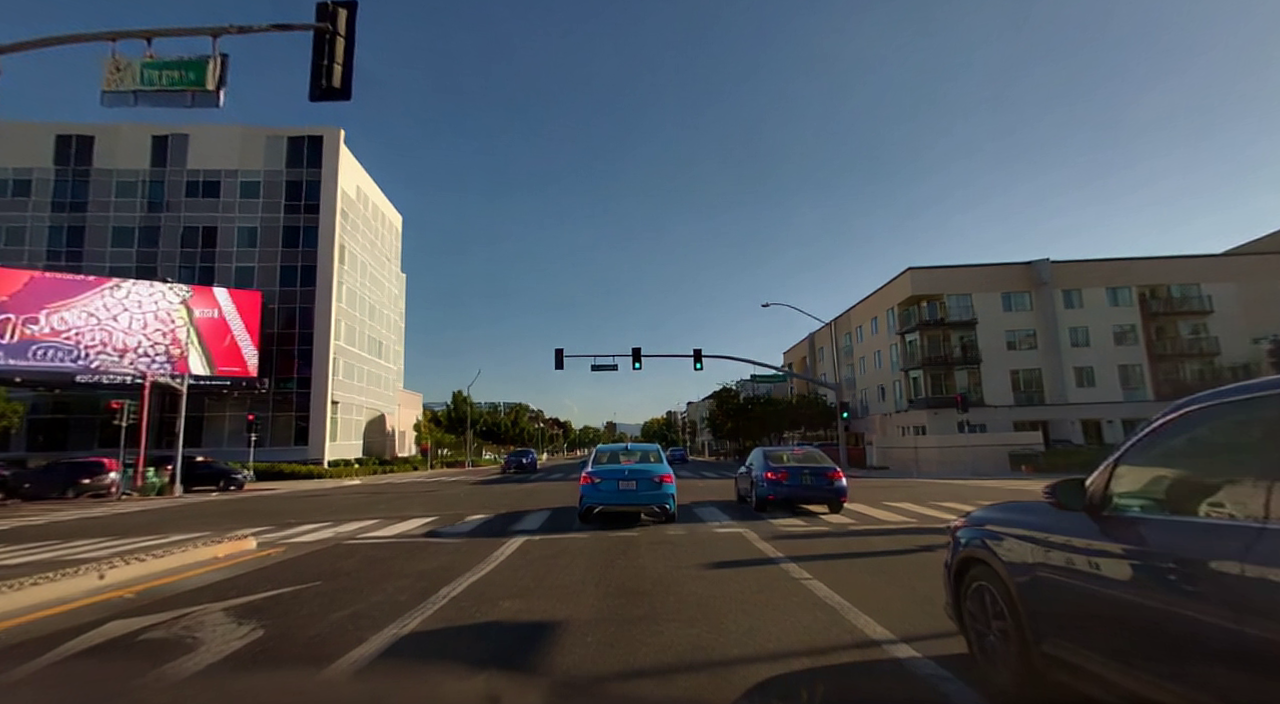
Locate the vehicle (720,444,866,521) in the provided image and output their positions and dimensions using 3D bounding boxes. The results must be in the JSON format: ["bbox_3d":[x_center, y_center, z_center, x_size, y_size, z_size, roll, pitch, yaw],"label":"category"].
[{"bbox_3d":[3.153,2.790,14.108,2.009,1.414,4.416,0,-9,-2],"label":"vehicle"}]

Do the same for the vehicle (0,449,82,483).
[{"bbox_3d":[-35.721,6.518,36.491,2.145,1.797,5.198,-1,-9,1],"label":"vehicle"}]

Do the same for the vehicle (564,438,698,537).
[{"bbox_3d":[-0.178,2.411,11.851,2.095,1.502,3.873,0,-9,-1],"label":"vehicle"}]

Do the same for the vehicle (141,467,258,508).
[{"bbox_3d":[-19.155,5.876,27.786,1.942,1.453,4.448,0,-8,0],"label":"vehicle"}]

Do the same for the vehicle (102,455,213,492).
[{"bbox_3d":[-27.583,6.937,36.409,2.300,1.932,5.056,-1,-9,2],"label":"vehicle"}]

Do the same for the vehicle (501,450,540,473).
[{"bbox_3d":[-8.593,7.907,45.896,1.879,1.510,4.619,0,-9,1],"label":"vehicle"}]

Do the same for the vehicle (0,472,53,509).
[{"bbox_3d":[-28.081,6.190,28.502,1.972,1.433,4.324,8,-12,-39],"label":"vehicle"}]

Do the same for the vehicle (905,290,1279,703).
[{"bbox_3d":[2.985,0.777,2.377,2.047,1.785,4.357,0,-9,0],"label":"vehicle"}]
